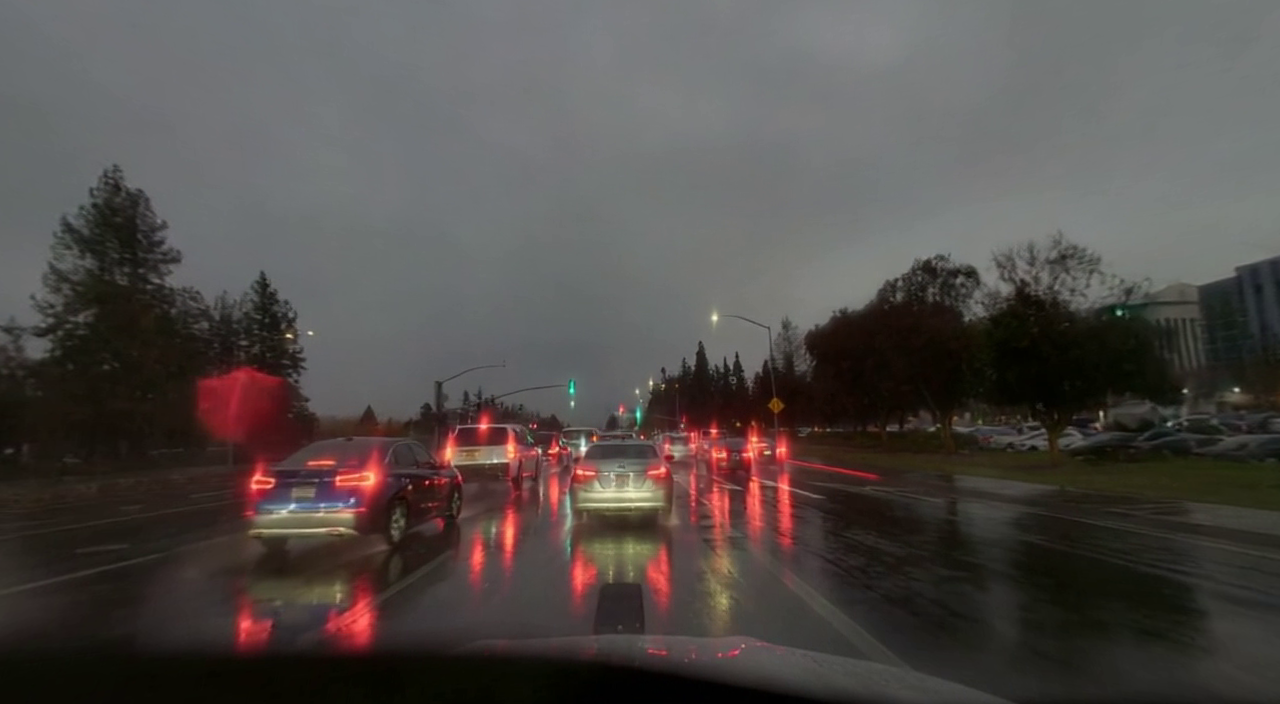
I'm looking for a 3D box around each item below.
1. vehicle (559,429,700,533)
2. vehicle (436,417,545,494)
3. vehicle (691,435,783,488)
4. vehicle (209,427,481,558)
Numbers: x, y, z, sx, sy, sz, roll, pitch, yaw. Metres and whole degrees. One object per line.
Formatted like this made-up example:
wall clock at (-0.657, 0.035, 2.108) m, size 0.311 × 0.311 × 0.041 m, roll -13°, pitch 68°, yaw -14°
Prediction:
vehicle at (-0.216, 2.142, 11.089) m, size 2.007 × 1.467 × 4.059 m, roll 0°, pitch -8°, yaw -2°
vehicle at (-4.031, 2.890, 17.853) m, size 2.054 × 1.881 × 4.469 m, roll 0°, pitch -8°, yaw -1°
vehicle at (2.846, 3.341, 19.624) m, size 1.978 × 1.452 × 4.381 m, roll 0°, pitch -8°, yaw -2°
vehicle at (-3.864, 1.904, 9.295) m, size 1.985 × 1.467 × 4.224 m, roll 0°, pitch -8°, yaw 0°
